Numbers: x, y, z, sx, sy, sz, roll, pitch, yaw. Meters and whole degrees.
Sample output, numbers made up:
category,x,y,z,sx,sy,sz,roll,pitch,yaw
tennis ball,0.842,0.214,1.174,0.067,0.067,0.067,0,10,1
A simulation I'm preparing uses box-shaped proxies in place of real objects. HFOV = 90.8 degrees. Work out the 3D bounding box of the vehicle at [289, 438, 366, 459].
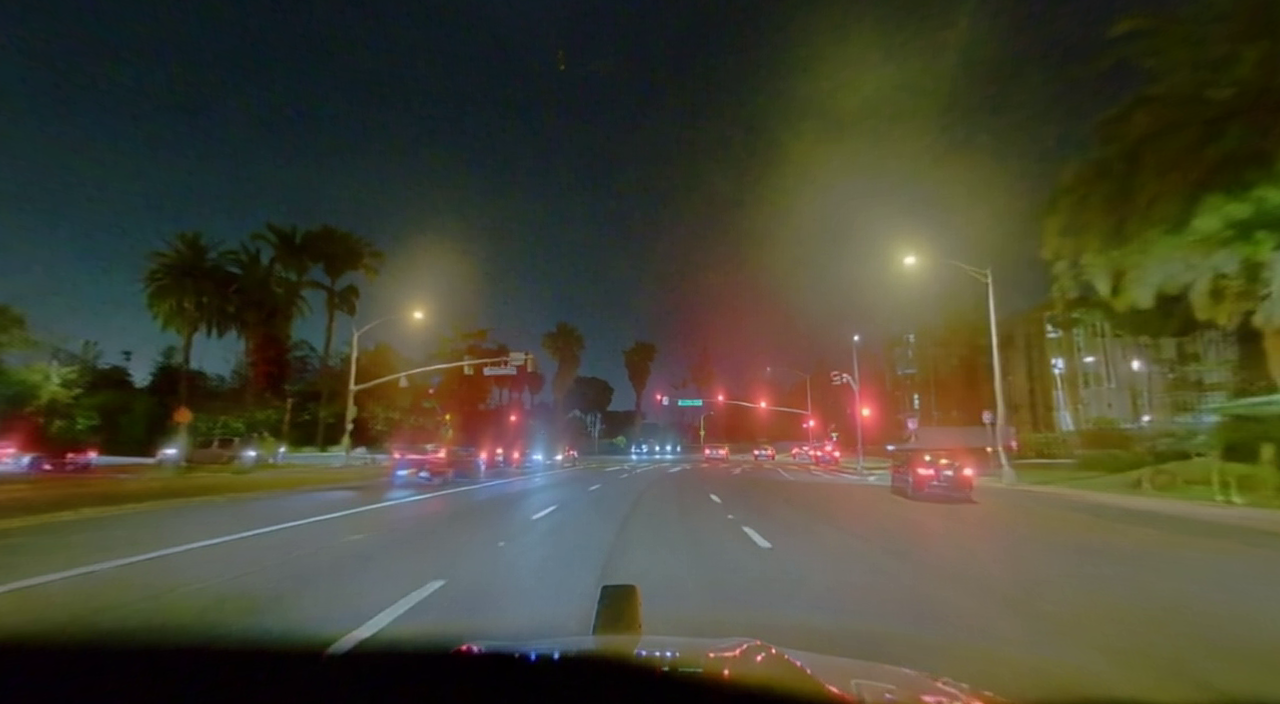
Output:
category,x,y,z,sx,sy,sz,roll,pitch,yaw
vehicle,-23.764,7.351,48.257,4.814,1.506,2.015,2,-9,-9

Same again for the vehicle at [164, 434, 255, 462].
category,x,y,z,sx,sy,sz,roll,pitch,yaw
vehicle,-30.689,6.832,45.219,5.112,1.780,1.981,3,-8,-28

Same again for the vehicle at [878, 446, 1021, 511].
category,x,y,z,sx,sy,sz,roll,pitch,yaw
vehicle,8.151,3.328,17.215,2.144,1.473,4.638,-1,-8,8

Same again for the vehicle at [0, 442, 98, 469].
category,x,y,z,sx,sy,sz,roll,pitch,yaw
vehicle,-38.191,6.634,40.752,4.702,1.449,1.833,5,-10,-43

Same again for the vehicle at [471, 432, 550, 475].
category,x,y,z,sx,sy,sz,roll,pitch,yaw
vehicle,-5.774,4.615,28.952,2.188,1.789,4.881,0,-8,5

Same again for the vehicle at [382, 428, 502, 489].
category,x,y,z,sx,sy,sz,roll,pitch,yaw
vehicle,-6.293,3.443,20.810,2.072,1.738,4.757,0,-8,5
